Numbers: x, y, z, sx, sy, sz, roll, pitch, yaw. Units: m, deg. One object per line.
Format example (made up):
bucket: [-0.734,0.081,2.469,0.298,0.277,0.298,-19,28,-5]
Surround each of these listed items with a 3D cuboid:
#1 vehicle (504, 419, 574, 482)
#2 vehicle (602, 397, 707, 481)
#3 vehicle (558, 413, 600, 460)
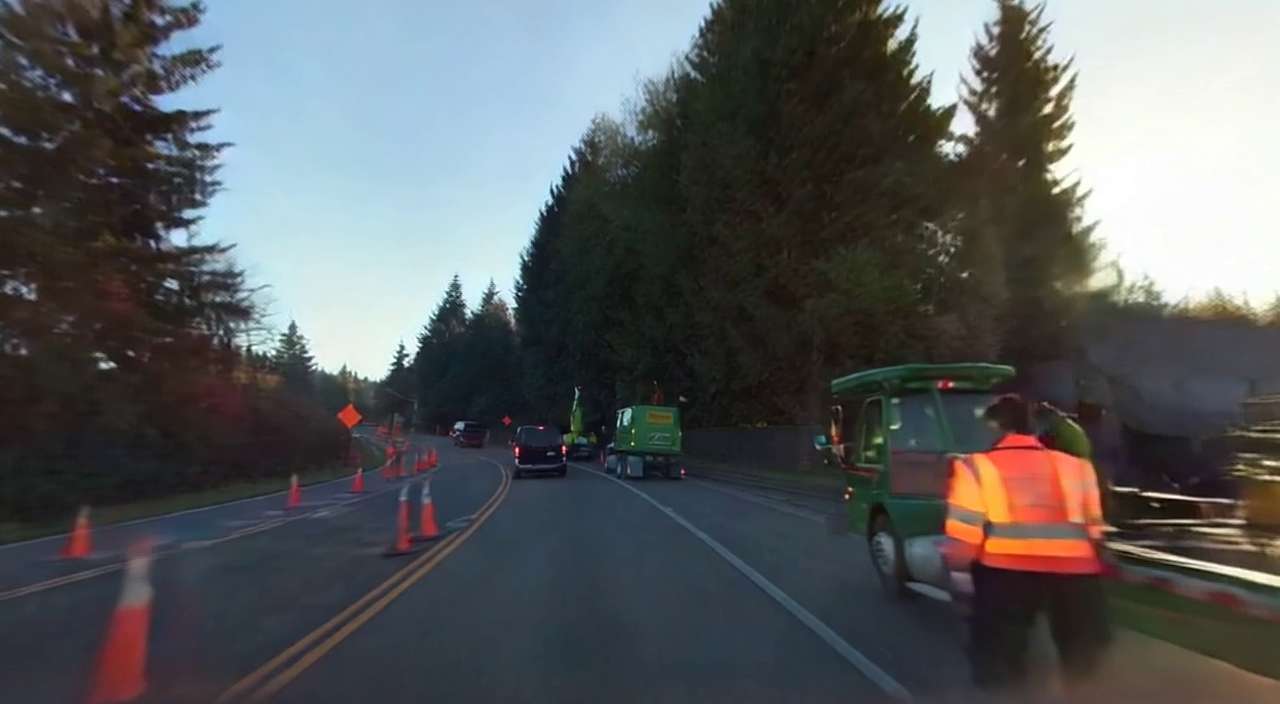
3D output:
vehicle: [-4.155,3.920,25.324,2.362,2.223,4.892,2,-9,-13]
vehicle: [0.341,4.014,29.496,3.126,3.310,8.534,1,-7,-11]
vehicle: [-4.323,5.923,43.985,2.703,3.066,4.047,1,-9,-8]
